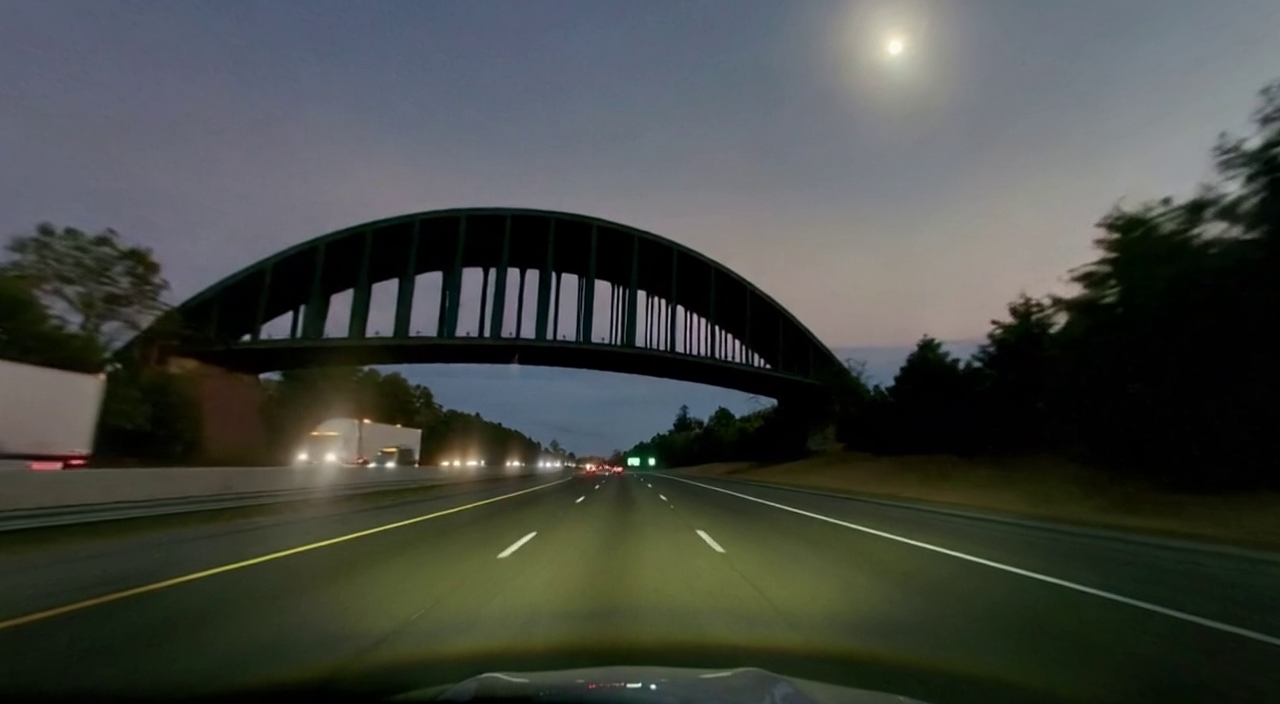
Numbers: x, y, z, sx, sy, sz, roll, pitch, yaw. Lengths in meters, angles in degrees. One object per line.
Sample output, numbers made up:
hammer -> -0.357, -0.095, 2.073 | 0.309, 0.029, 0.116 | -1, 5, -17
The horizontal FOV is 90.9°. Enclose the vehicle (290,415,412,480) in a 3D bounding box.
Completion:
vehicle -> -20.955, 7.384, 47.259 | 2.878, 4.058, 14.069 | 1, -10, -2

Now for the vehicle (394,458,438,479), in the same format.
vehicle -> -17.142, 8.971, 48.433 | 1.840, 1.507, 4.495 | 1, -10, -2

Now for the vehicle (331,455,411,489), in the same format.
vehicle -> -13.022, 5.853, 30.856 | 1.929, 1.472, 4.735 | 1, -10, -1

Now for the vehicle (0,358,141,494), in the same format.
vehicle -> -20.297, 2.355, 19.561 | 2.849, 3.950, 8.059 | 1, -10, -1
